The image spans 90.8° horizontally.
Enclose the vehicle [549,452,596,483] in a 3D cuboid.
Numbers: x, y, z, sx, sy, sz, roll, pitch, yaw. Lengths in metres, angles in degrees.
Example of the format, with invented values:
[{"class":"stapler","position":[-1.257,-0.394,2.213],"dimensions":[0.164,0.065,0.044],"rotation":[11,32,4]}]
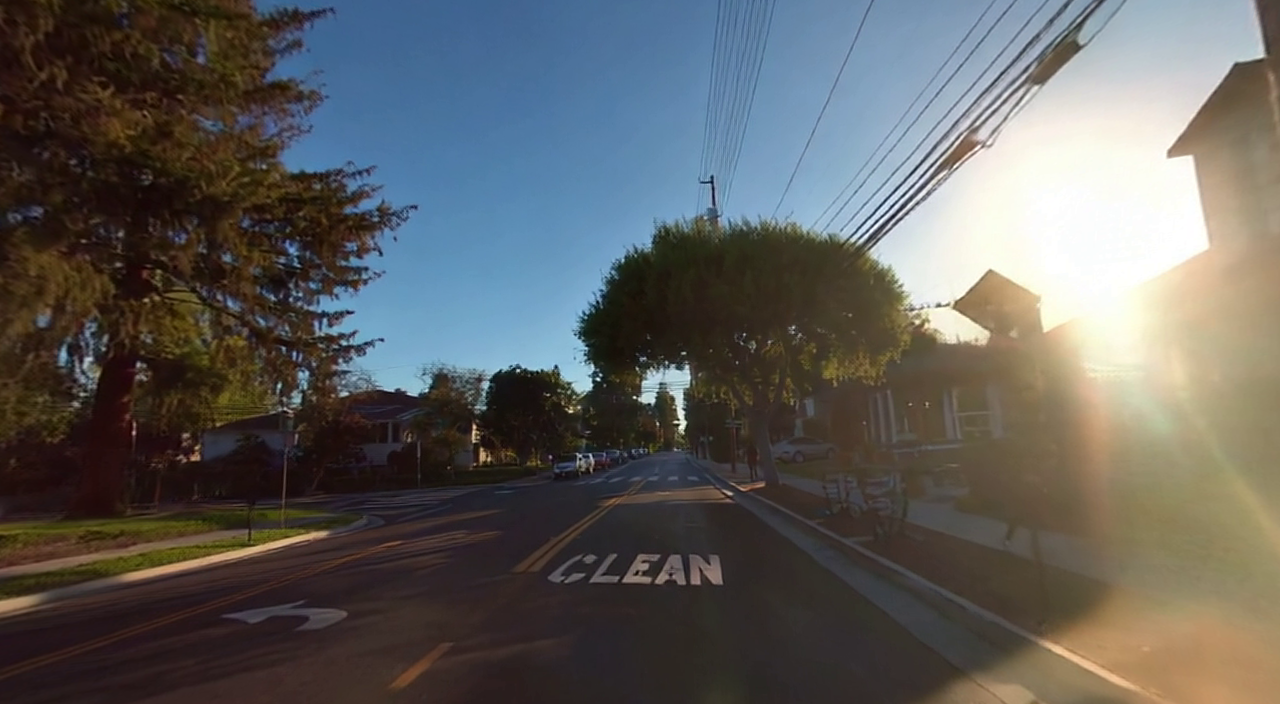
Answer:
[{"class":"vehicle","position":[-4.264,7.390,40.818],"dimensions":[2.203,1.787,4.704],"rotation":[-1,-8,4]}]
